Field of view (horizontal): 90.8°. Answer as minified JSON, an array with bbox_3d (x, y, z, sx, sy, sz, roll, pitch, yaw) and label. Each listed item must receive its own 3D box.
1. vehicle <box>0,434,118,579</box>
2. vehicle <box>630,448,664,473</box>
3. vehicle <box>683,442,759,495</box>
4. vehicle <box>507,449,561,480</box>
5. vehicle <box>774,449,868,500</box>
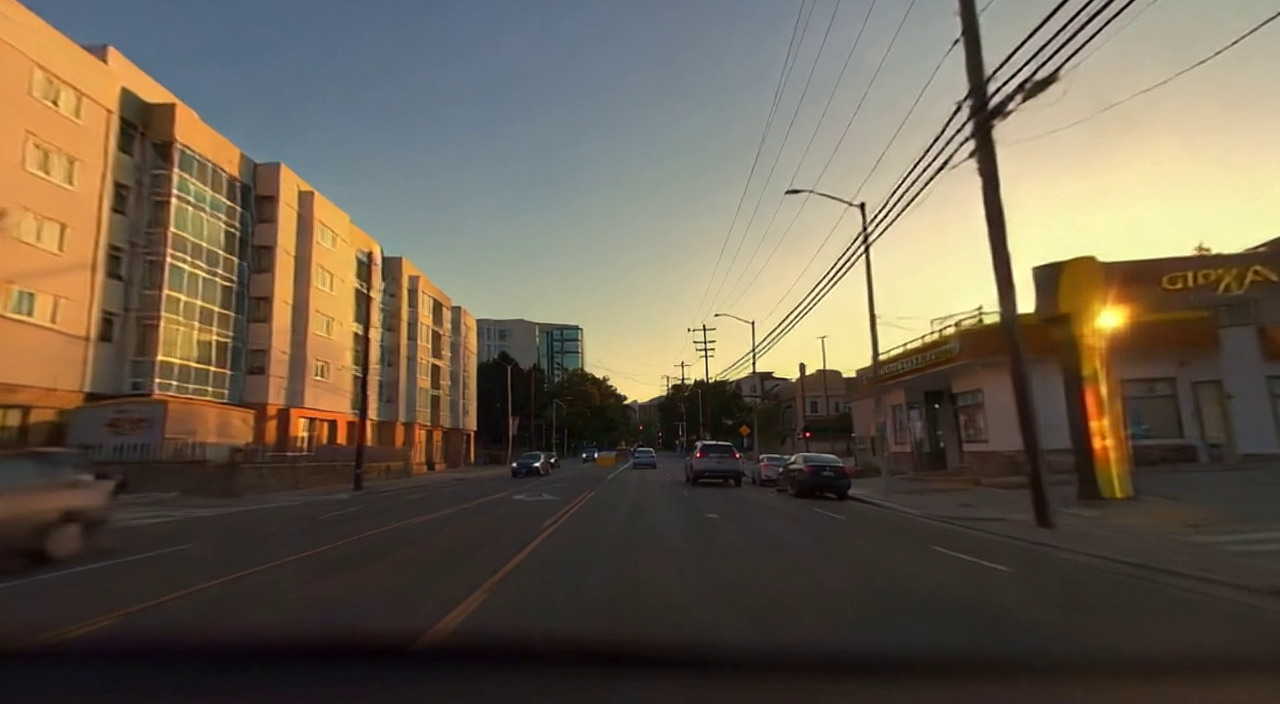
[{"bbox_3d":[-9.038,1.858,7.362,2.000,1.796,4.529,0,-8,0],"label":"vehicle"},{"bbox_3d":[0.440,6.671,39.077,1.999,1.487,3.939,0,-8,1],"label":"vehicle"},{"bbox_3d":[2.693,3.986,22.014,1.945,1.647,4.160,0,-8,-2],"label":"vehicle"},{"bbox_3d":[-5.545,5.947,33.610,2.033,1.495,4.216,-1,-8,2],"label":"vehicle"},{"bbox_3d":[6.015,4.102,21.593,1.914,1.513,4.474,0,-8,1],"label":"vehicle"}]
